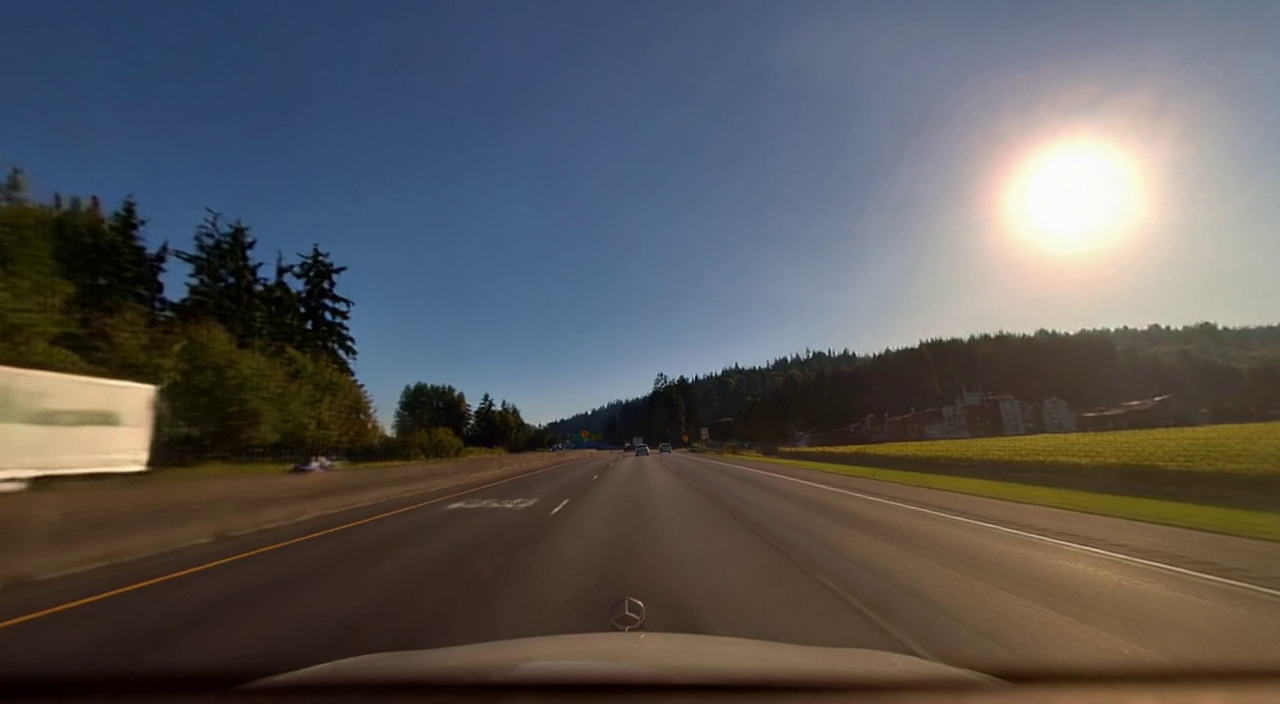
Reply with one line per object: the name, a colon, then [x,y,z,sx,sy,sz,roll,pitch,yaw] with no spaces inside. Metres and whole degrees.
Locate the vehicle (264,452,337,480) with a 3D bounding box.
vehicle: [-19.624,6.566,36.685,1.797,1.464,4.384,0,-9,0]
